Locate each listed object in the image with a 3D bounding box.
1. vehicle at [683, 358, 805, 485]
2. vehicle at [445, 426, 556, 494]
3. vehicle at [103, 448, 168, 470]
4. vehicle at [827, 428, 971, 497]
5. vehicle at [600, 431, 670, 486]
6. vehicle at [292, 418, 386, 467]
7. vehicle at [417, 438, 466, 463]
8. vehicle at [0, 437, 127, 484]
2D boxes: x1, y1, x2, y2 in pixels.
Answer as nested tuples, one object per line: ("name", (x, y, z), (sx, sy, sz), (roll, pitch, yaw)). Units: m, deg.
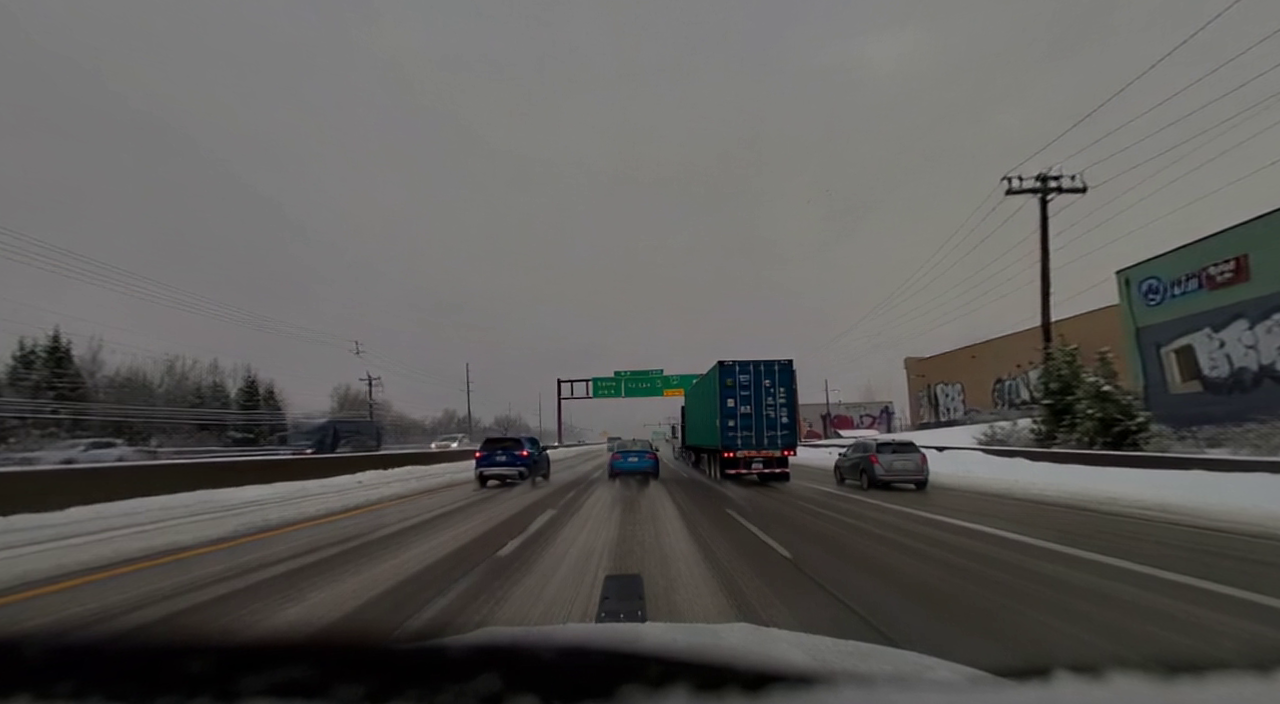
("vehicle", (3.755, 3.169, 26.703), (2.800, 4.039, 13.179), (0, -9, -1))
("vehicle", (-4.070, 3.269, 19.426), (2.264, 1.804, 4.584), (0, -9, 1))
("vehicle", (-37.280, 7.890, 46.829), (1.801, 1.569, 3.898), (1, -9, -5))
("vehicle", (7.259, 3.160, 18.385), (2.202, 1.731, 4.628), (0, -9, 0))
("vehicle", (-0.182, 3.618, 21.704), (2.191, 1.685, 4.015), (0, -9, -1))
("vehicle", (-20.539, 6.312, 43.742), (2.772, 3.069, 7.347), (0, -9, 1))
("vehicle", (-13.080, 6.501, 41.923), (1.925, 1.567, 4.342), (0, -9, -1))
("vehicle", (-23.309, 4.268, 25.165), (2.015, 1.698, 4.521), (0, -9, -3))
